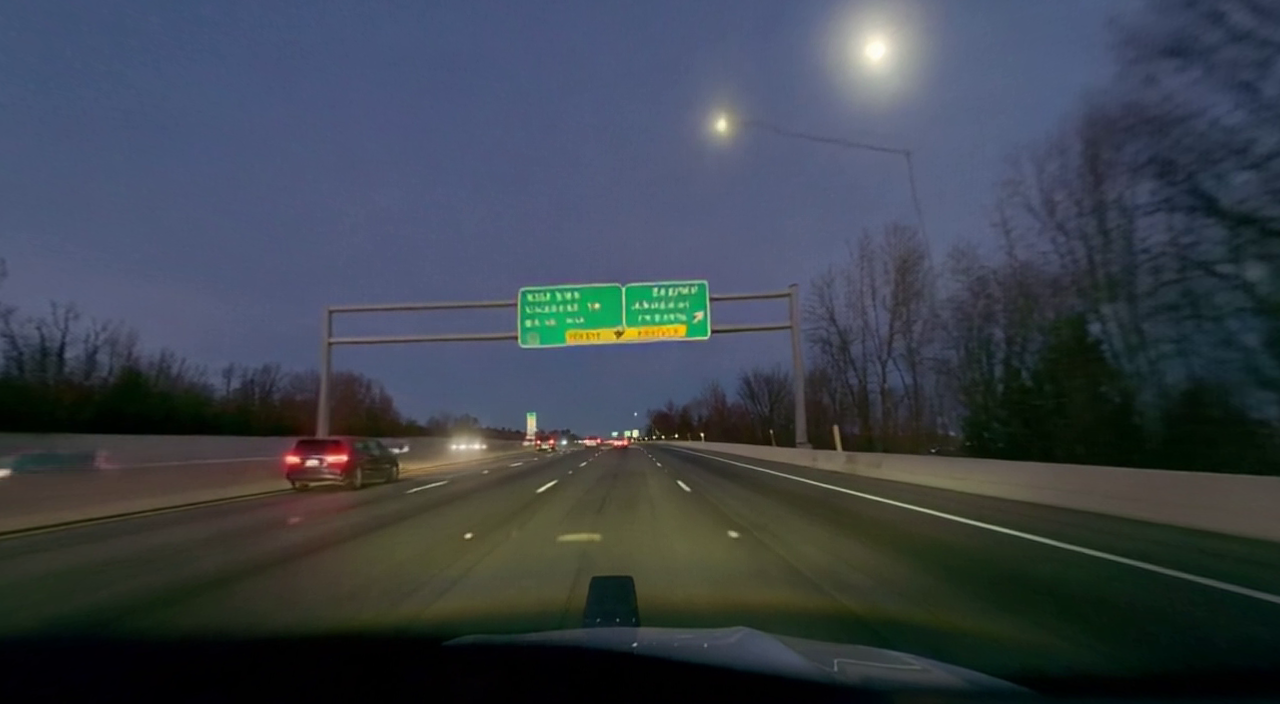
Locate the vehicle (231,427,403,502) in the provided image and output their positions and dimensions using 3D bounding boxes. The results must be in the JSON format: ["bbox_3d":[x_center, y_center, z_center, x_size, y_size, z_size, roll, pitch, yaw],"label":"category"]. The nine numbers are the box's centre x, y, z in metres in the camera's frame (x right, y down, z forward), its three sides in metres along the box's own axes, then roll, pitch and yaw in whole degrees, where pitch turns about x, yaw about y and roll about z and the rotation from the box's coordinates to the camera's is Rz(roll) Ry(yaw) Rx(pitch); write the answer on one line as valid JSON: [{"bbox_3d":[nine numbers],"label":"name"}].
[{"bbox_3d":[-7.474,2.617,15.142,1.972,1.532,4.222,0,-8,-1],"label":"vehicle"}]
